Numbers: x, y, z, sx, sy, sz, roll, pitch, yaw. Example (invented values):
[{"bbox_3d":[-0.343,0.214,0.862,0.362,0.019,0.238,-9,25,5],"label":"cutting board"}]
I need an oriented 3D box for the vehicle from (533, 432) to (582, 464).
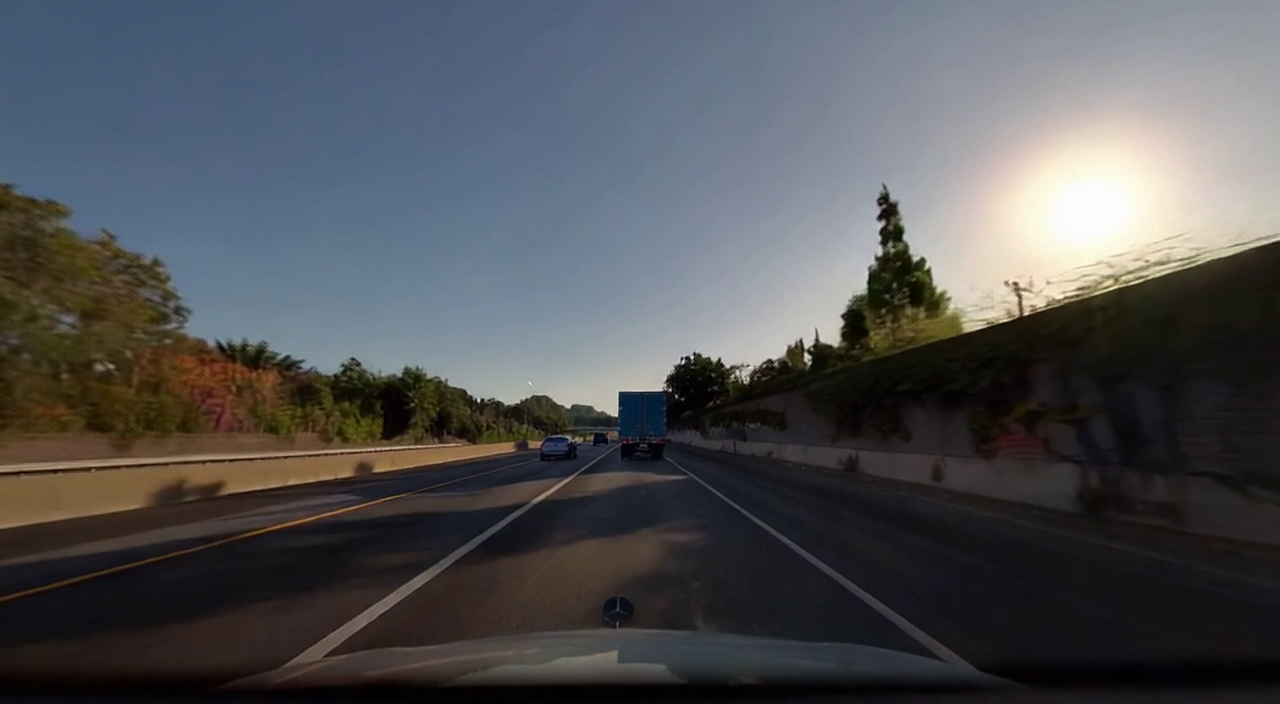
[{"bbox_3d":[-4.167,4.922,32.432,1.948,1.526,4.525,0,-8,0],"label":"vehicle"}]

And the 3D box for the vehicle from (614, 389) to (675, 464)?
[{"bbox_3d":[0.122,4.256,35.498,2.927,3.649,9.443,0,-8,-1],"label":"vehicle"}]
